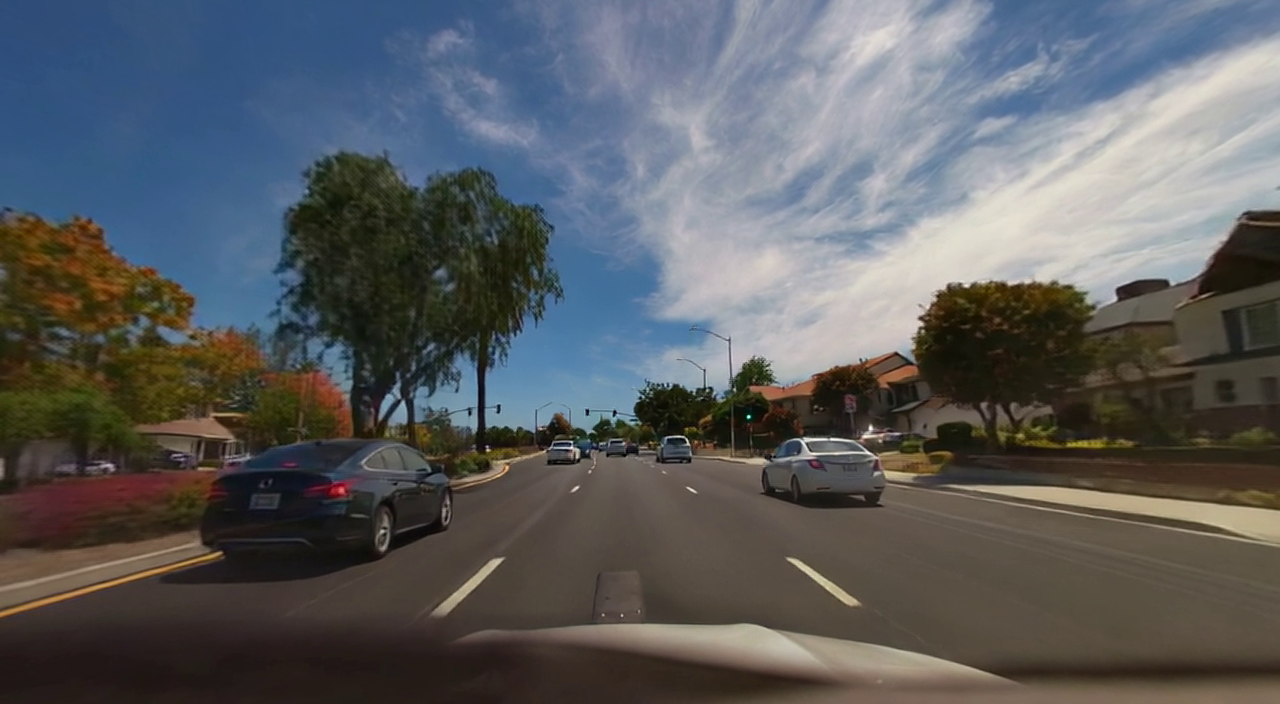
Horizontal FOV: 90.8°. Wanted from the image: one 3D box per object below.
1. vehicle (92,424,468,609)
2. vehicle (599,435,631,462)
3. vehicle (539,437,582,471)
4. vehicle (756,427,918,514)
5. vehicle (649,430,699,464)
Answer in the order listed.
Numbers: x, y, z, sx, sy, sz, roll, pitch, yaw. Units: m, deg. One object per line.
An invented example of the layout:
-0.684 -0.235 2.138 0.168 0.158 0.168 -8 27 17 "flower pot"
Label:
-3.505 1.651 7.303 1.924 1.473 4.200 0 -8 -1 "vehicle"
-1.939 7.257 47.599 2.164 1.867 4.254 0 -8 -5 "vehicle"
-4.043 5.242 32.619 1.922 1.577 4.140 0 -8 -4 "vehicle"
3.841 2.380 13.163 1.870 1.491 4.009 0 -8 -3 "vehicle"
2.050 5.985 39.725 2.391 1.960 5.600 0 -8 -4 "vehicle"
